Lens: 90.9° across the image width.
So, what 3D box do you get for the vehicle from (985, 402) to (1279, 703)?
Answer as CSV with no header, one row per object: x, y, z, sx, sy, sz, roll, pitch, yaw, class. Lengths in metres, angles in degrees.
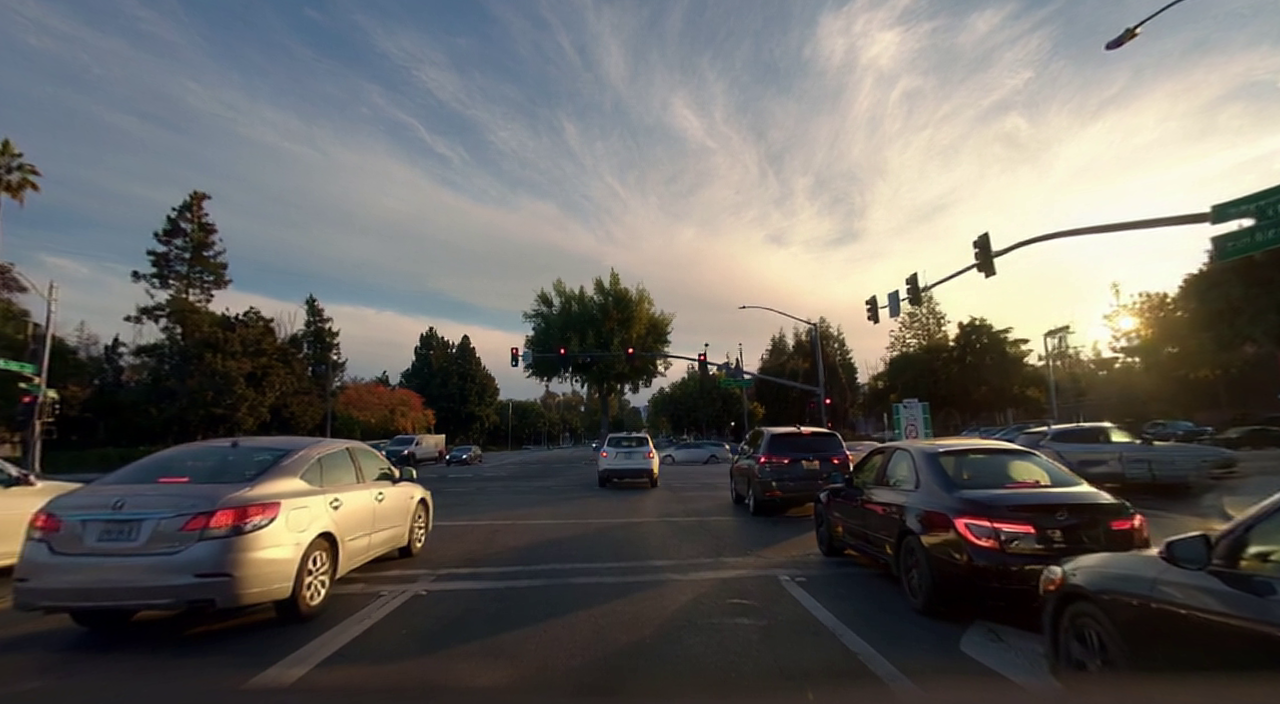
3.130,0.839,1.681,1.960,1.460,4.233,0,-8,-1,vehicle

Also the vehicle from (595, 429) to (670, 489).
-0.203,3.472,20.682,2.215,1.749,3.976,0,-8,1,vehicle

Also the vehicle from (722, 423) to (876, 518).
3.184,2.484,13.732,2.097,1.707,4.461,0,-8,-1,vehicle

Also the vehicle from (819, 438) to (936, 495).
6.579,3.203,17.998,1.847,1.432,4.039,0,-8,2,vehicle

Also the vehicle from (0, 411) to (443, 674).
-3.542,1.414,5.871,1.941,1.492,4.399,0,-8,1,vehicle

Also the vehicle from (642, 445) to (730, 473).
2.183,5.231,30.925,4.094,1.328,1.700,0,-8,-4,vehicle
